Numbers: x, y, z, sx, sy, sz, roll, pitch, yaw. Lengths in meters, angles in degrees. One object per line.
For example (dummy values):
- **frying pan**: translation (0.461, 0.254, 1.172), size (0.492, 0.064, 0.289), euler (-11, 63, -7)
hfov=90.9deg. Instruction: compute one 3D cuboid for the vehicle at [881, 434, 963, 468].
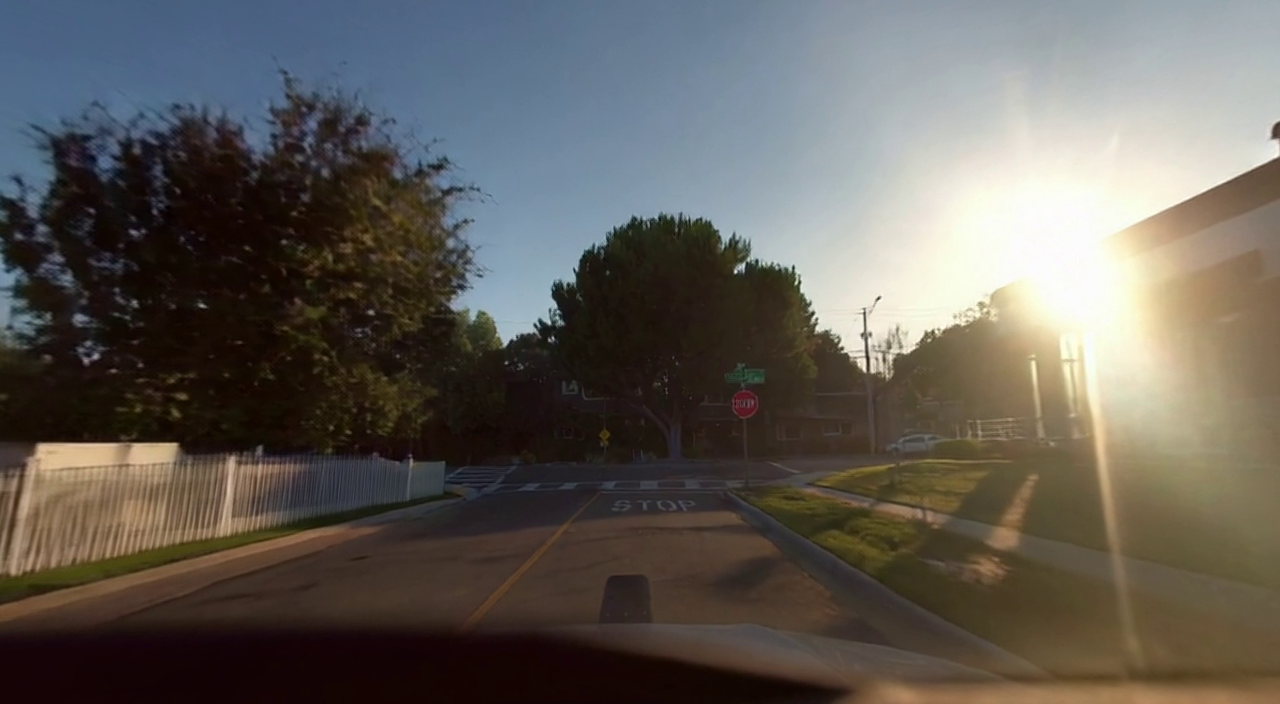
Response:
- **vehicle**: translation (18.994, 6.673, 42.597), size (2.395, 2.164, 4.475), euler (5, -9, -26)
